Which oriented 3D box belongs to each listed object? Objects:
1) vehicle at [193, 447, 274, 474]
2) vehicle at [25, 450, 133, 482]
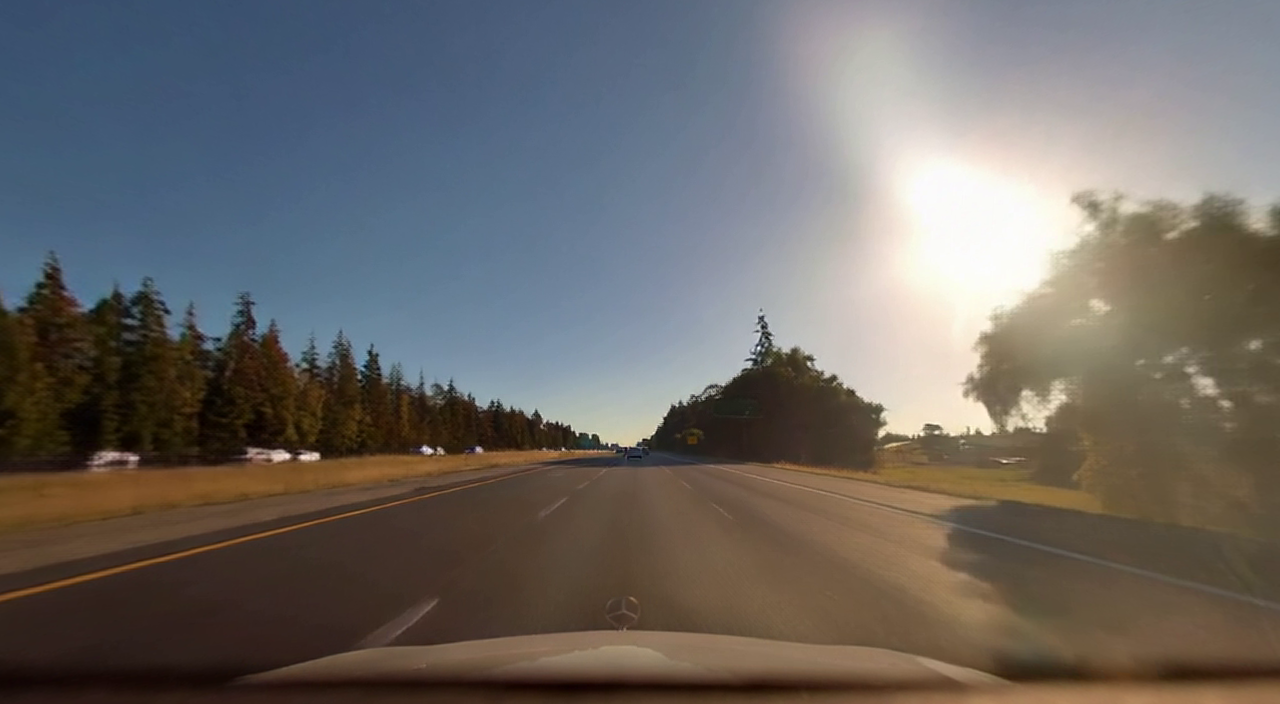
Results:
[{"bbox_3d":[-28.317,7.558,44.260,2.301,1.770,5.042,0,-9,0],"label":"vehicle"},{"bbox_3d":[-32.782,6.647,37.135,1.941,1.741,4.805,0,-9,-1],"label":"vehicle"}]
